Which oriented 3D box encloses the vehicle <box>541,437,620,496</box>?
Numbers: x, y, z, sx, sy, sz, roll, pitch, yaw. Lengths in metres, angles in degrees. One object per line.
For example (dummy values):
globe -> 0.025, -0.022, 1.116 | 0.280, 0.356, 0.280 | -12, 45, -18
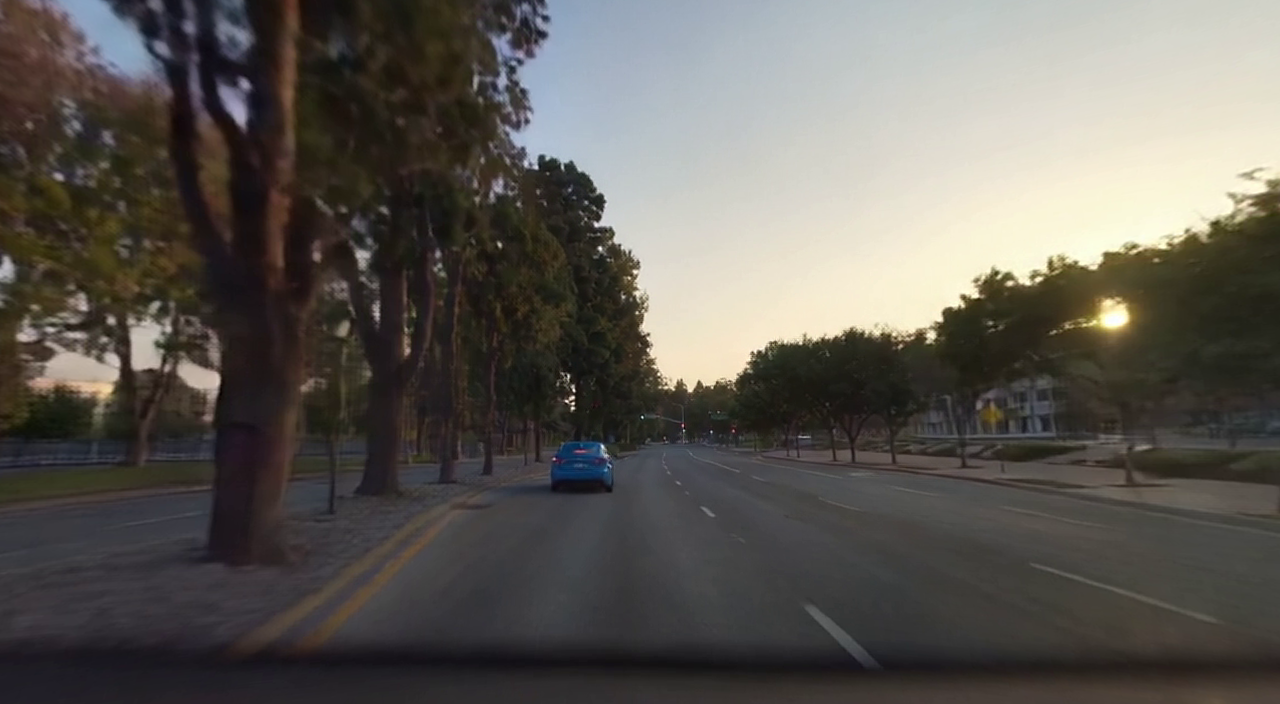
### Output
vehicle -> -1.674, 3.286, 18.582 | 2.042, 1.479, 4.601 | 0, -8, -4
